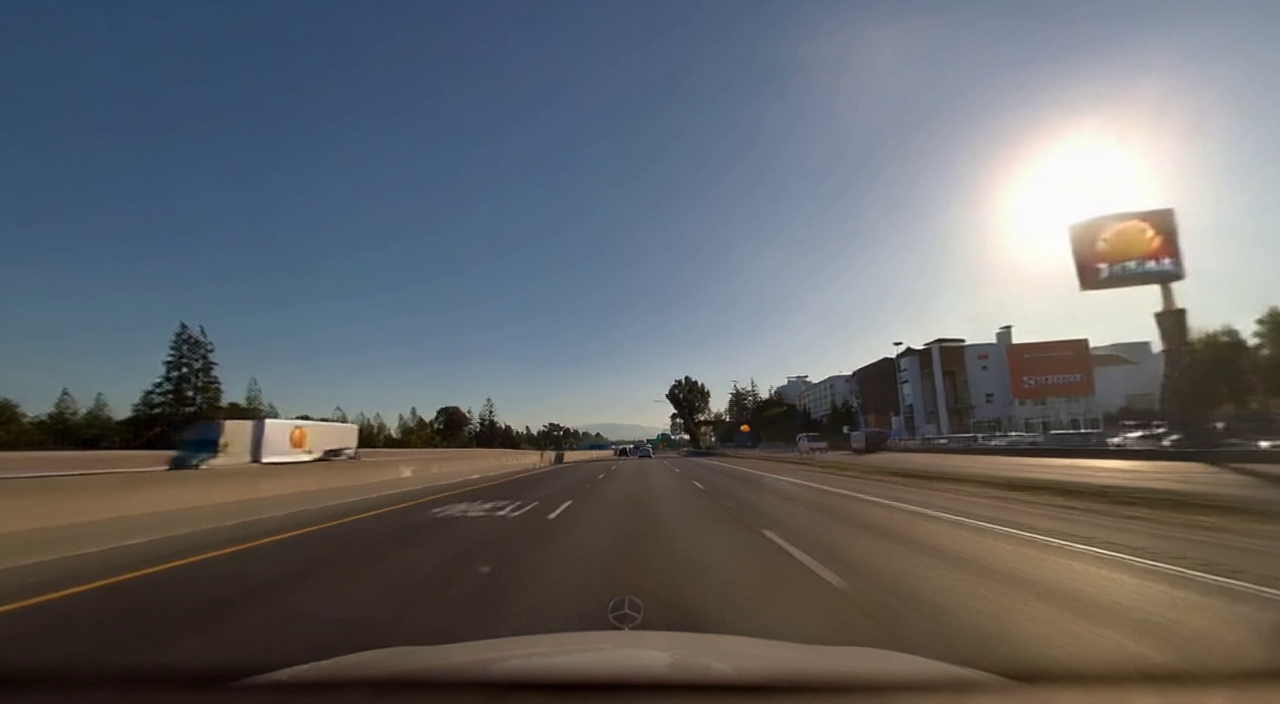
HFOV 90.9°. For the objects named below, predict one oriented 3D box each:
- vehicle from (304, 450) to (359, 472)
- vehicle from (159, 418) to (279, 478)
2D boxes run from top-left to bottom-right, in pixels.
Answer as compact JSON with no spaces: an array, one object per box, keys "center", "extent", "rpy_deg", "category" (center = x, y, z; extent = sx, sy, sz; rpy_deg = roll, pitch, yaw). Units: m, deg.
[{"center":[-23.258,8.202,47.714],"extent":[1.858,1.479,4.491],"rpy_deg":[0,-8,1],"category":"vehicle"},{"center":[-30.897,7.085,46.909],"extent":[3.024,4.022,8.318],"rpy_deg":[0,-8,0],"category":"vehicle"}]
